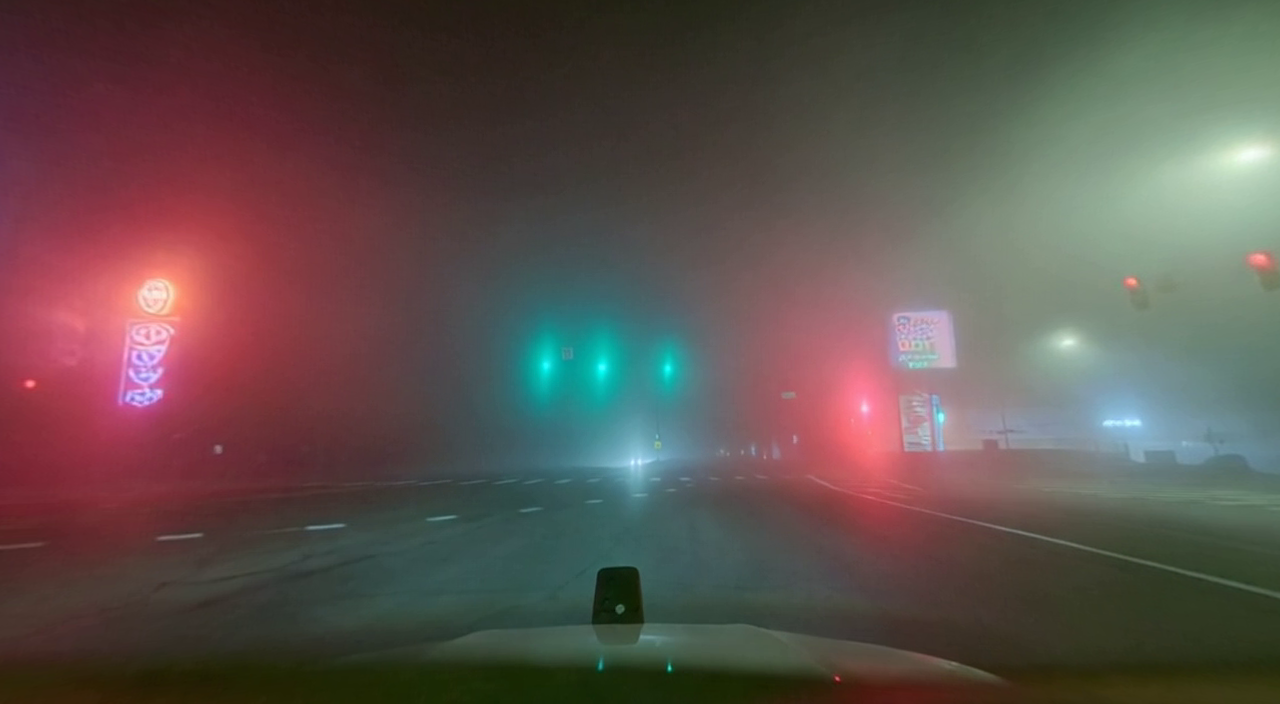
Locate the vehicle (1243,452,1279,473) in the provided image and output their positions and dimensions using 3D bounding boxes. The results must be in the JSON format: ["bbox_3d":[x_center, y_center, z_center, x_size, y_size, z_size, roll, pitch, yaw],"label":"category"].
[{"bbox_3d":[45.058,7.816,44.634,4.341,1.400,1.849,4,-10,-28],"label":"vehicle"}]
